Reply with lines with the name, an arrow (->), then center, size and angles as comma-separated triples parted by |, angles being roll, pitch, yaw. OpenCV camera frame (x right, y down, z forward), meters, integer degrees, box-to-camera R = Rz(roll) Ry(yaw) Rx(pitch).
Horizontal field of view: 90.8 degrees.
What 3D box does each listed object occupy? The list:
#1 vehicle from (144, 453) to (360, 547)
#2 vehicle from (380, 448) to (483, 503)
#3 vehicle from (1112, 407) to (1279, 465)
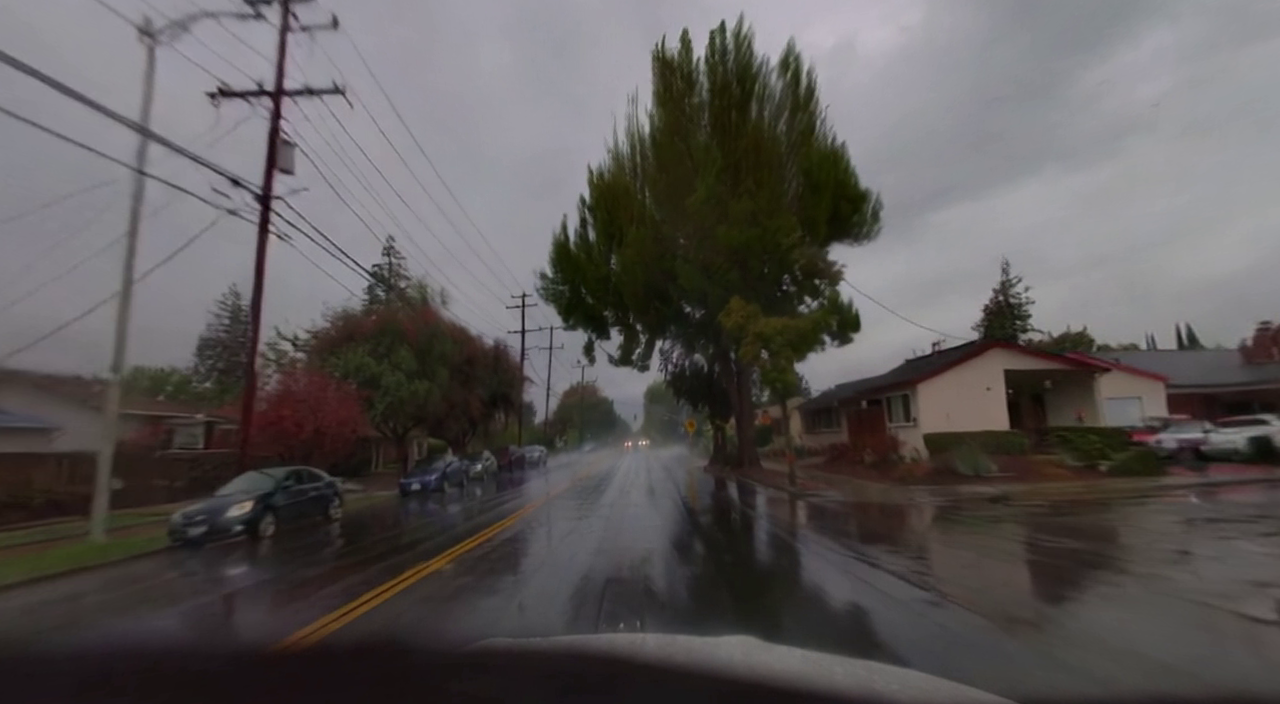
vehicle -> -7.512, 2.850, 12.787 | 1.949, 1.512, 3.818 | 0, -8, -1
vehicle -> -7.364, 4.349, 22.832 | 1.839, 1.494, 4.757 | -8, -9, 2
vehicle -> 17.369, 2.544, 19.308 | 1.883, 1.498, 5.152 | -2, -7, 0
